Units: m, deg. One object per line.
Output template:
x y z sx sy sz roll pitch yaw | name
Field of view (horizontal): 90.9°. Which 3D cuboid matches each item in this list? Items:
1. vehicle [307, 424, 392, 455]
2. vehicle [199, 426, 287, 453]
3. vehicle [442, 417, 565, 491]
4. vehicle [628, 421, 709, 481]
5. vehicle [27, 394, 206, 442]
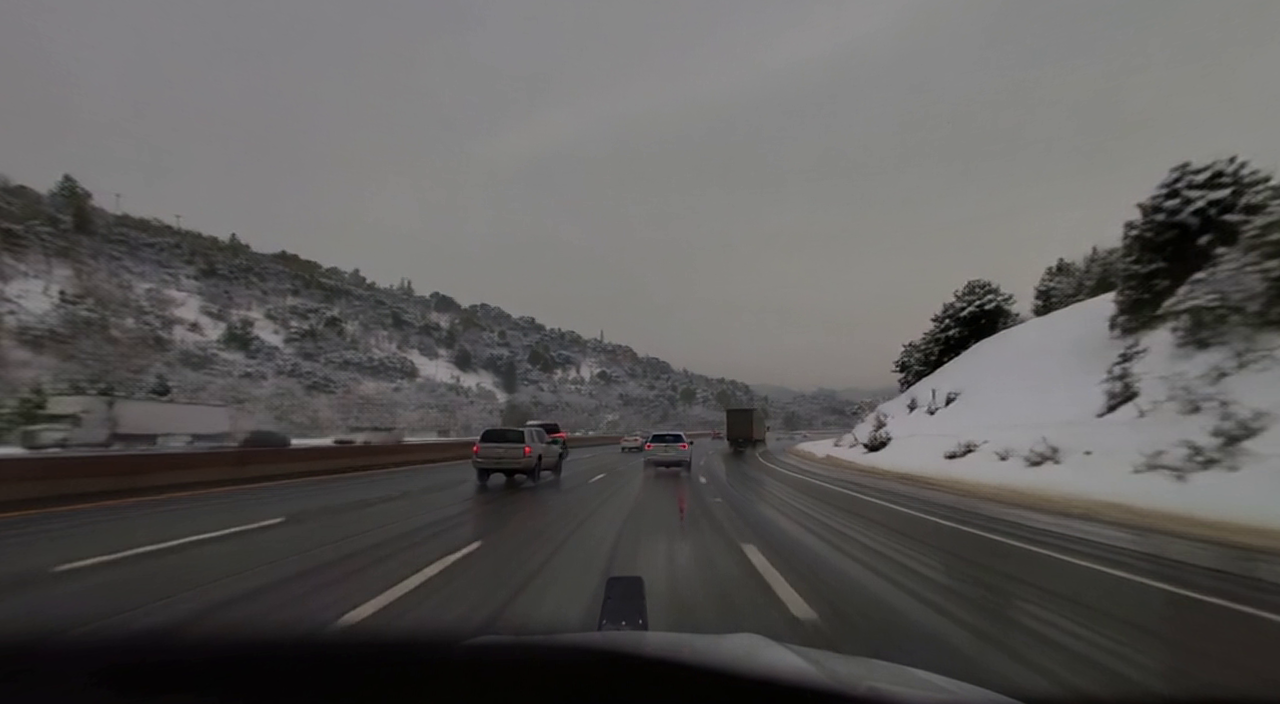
-15.842 4.828 34.670 2.217 1.546 4.425 -1 -8 6 | vehicle
-22.804 5.050 36.468 1.954 1.450 4.345 -1 -8 6 | vehicle
-3.460 2.702 16.985 2.077 1.712 4.406 -1 -8 4 | vehicle
1.037 3.362 21.618 2.484 1.820 4.497 -1 -8 4 | vehicle
-40.299 5.399 49.596 3.183 3.239 12.201 -1 -8 3 | vehicle
